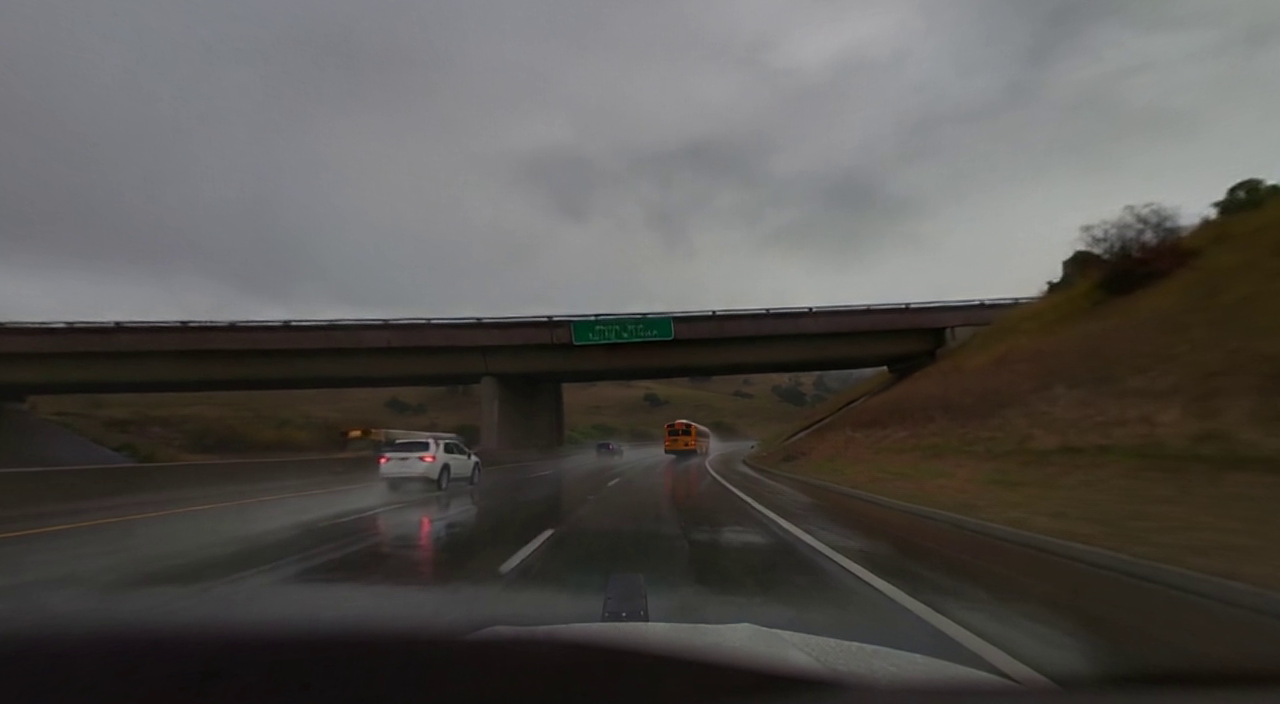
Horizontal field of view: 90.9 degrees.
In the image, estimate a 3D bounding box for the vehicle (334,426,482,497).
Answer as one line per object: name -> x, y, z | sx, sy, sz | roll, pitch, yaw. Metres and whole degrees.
vehicle -> -6.179, 2.971, 17.546 | 2.172, 1.689, 4.625 | 0, -8, 3
